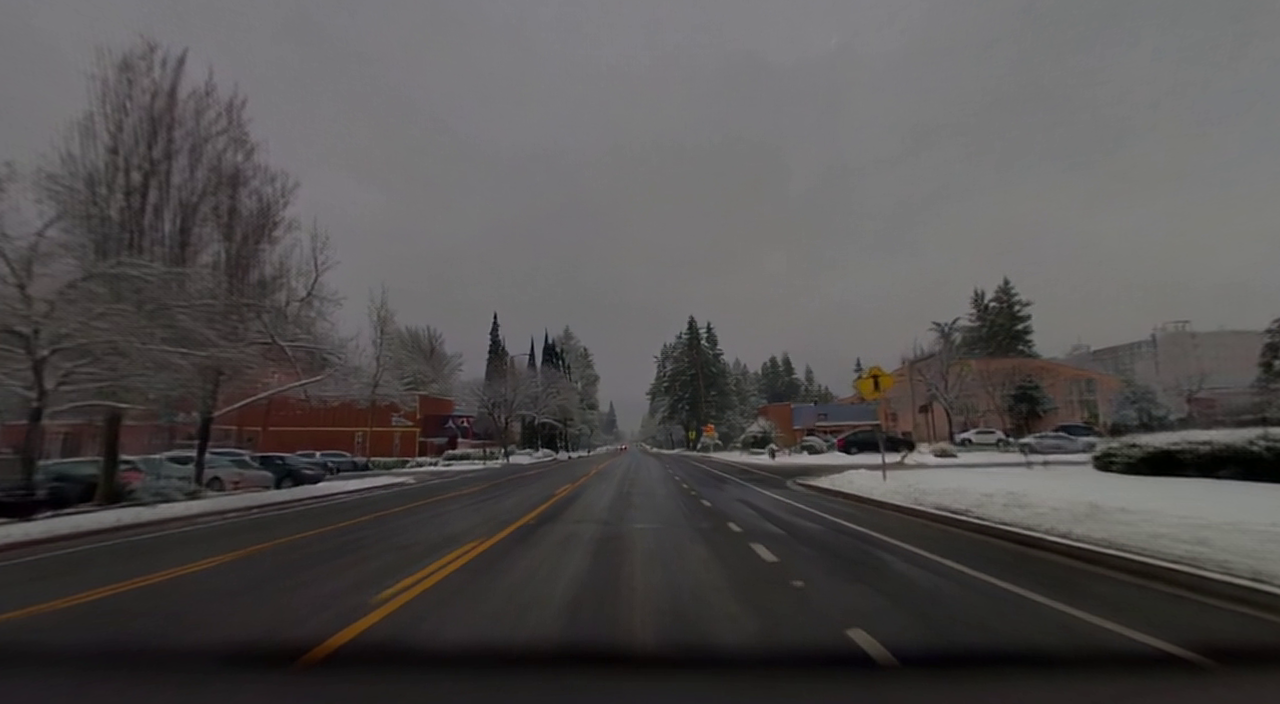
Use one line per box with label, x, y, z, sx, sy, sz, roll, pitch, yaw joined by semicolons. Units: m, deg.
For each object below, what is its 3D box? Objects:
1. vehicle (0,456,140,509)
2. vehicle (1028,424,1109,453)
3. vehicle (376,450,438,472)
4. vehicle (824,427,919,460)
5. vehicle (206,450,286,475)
vehicle;-18.870;4.230;20.887;4.295;1.486;1.881;-4;-9;27
vehicle;23.185;4.681;34.137;4.694;1.496;1.845;5;-10;-33
vehicle;-17.337;8.099;46.971;4.708;1.472;1.994;-6;-10;36
vehicle;12.802;5.046;34.958;4.632;1.701;1.975;-4;-9;26
vehicle;-27.243;7.660;43.812;4.272;1.613;1.855;2;-8;-14
